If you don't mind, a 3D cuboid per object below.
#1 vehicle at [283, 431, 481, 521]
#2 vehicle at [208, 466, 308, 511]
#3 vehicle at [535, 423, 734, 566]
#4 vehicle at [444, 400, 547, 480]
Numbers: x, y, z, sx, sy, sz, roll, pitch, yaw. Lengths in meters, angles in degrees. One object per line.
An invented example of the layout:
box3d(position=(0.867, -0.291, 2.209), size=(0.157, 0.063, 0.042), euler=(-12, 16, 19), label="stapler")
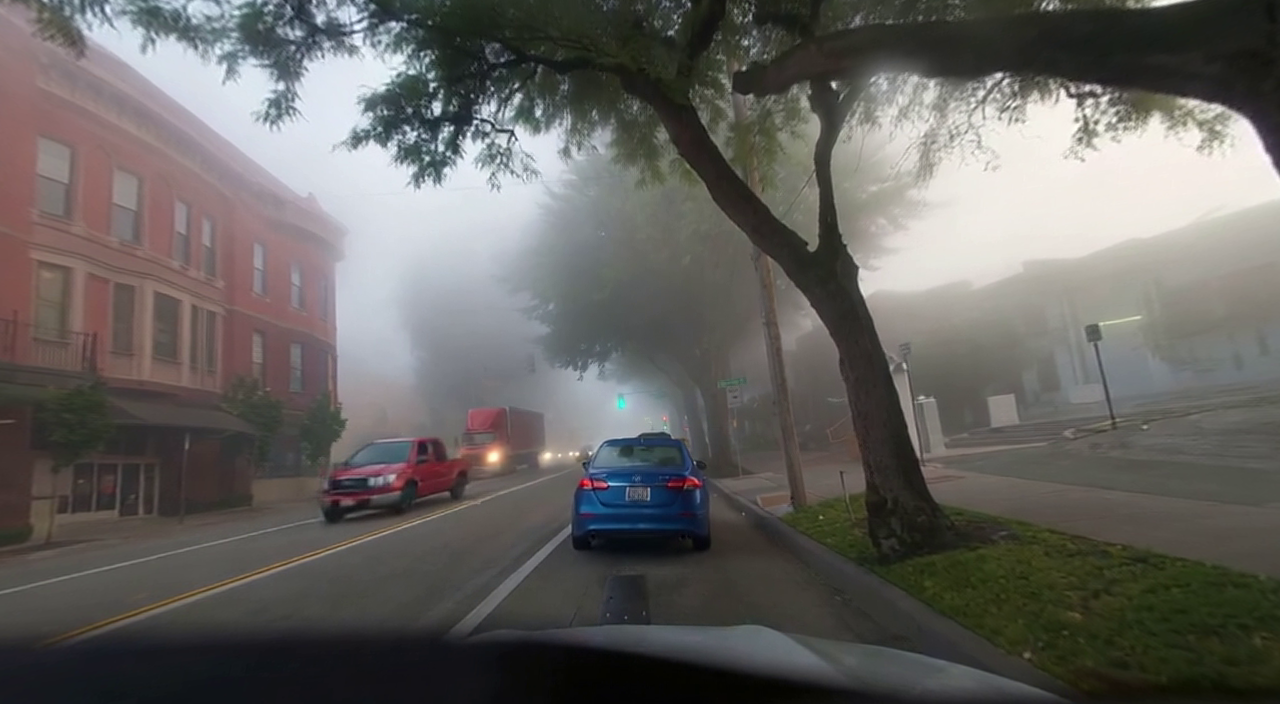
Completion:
box3d(position=(-6.213, 3.068, 16.355), size=(2.402, 1.852, 6.057), euler=(-1, -8, 2), label="vehicle")
box3d(position=(-17.451, 6.232, 28.886), size=(3.516, 1.383, 1.704), euler=(-10, -10, 1), label="vehicle")
box3d(position=(0.006, 1.795, 8.655), size=(2.094, 1.478, 3.922), euler=(-1, -8, 2), label="vehicle")
box3d(position=(-8.090, 5.238, 37.313), size=(2.986, 3.933, 11.600), euler=(0, -8, 2), label="vehicle")
